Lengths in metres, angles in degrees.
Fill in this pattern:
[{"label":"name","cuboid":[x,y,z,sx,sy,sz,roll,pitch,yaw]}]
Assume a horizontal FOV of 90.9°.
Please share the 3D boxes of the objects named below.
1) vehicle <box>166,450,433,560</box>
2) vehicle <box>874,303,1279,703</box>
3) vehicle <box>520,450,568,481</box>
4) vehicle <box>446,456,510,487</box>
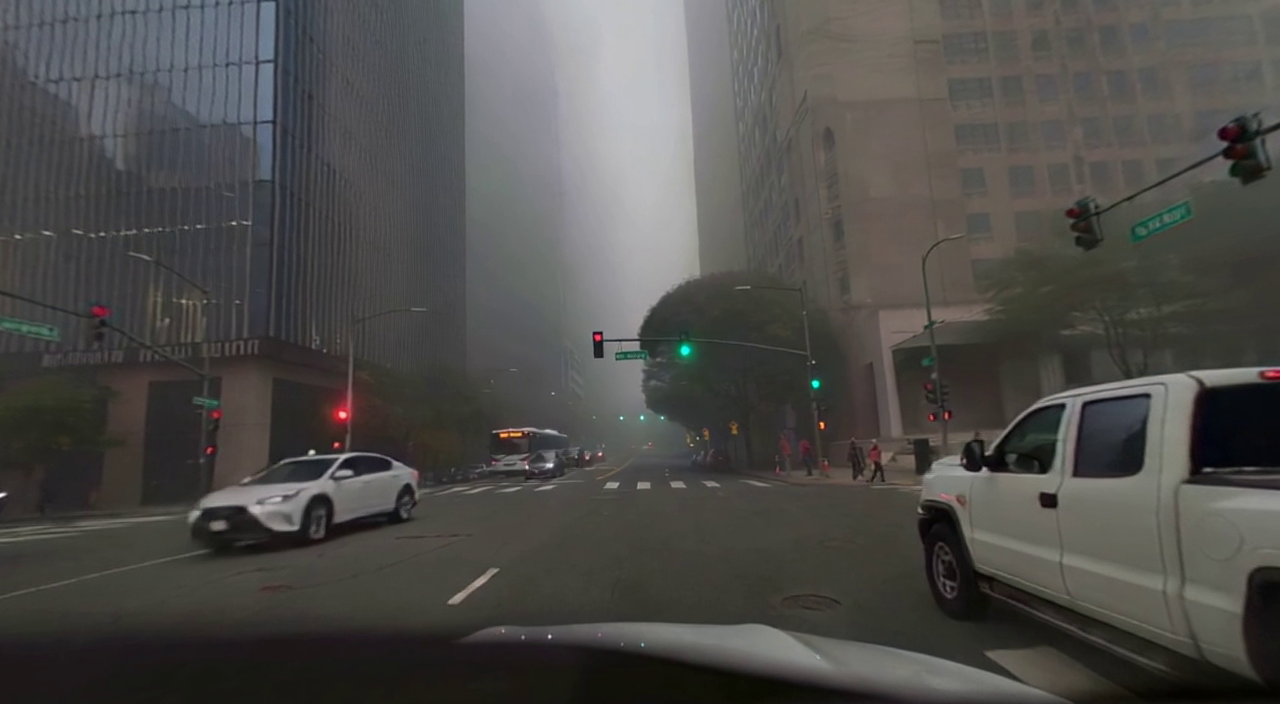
[{"label":"vehicle","cuboid":[-5.582,2.524,11.313,1.956,1.457,4.958,0,-8,1]},{"label":"vehicle","cuboid":[3.317,0.931,3.345,2.118,1.848,5.426,0,-8,1]},{"label":"vehicle","cuboid":[-5.437,6.501,36.343,1.997,1.610,4.144,0,-8,2]},{"label":"vehicle","cuboid":[-9.103,6.732,35.818,2.003,1.489,4.656,-1,-8,6]}]
